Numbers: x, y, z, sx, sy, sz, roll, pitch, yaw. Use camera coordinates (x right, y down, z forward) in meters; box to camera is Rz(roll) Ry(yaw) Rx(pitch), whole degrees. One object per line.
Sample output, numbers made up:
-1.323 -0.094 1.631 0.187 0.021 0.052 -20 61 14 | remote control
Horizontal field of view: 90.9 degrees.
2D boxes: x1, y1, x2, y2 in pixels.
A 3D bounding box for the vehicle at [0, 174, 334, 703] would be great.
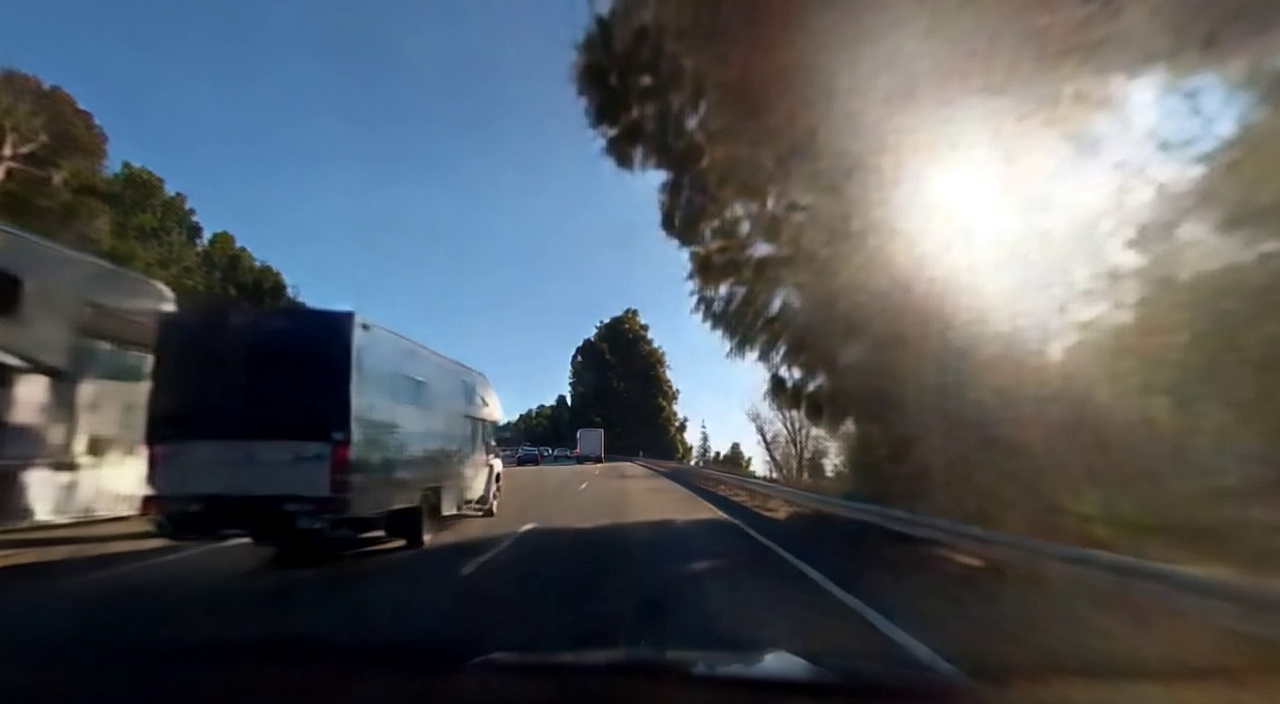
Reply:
-4.102 0.671 4.017 2.331 2.583 3.743 0 -9 0 | vehicle
